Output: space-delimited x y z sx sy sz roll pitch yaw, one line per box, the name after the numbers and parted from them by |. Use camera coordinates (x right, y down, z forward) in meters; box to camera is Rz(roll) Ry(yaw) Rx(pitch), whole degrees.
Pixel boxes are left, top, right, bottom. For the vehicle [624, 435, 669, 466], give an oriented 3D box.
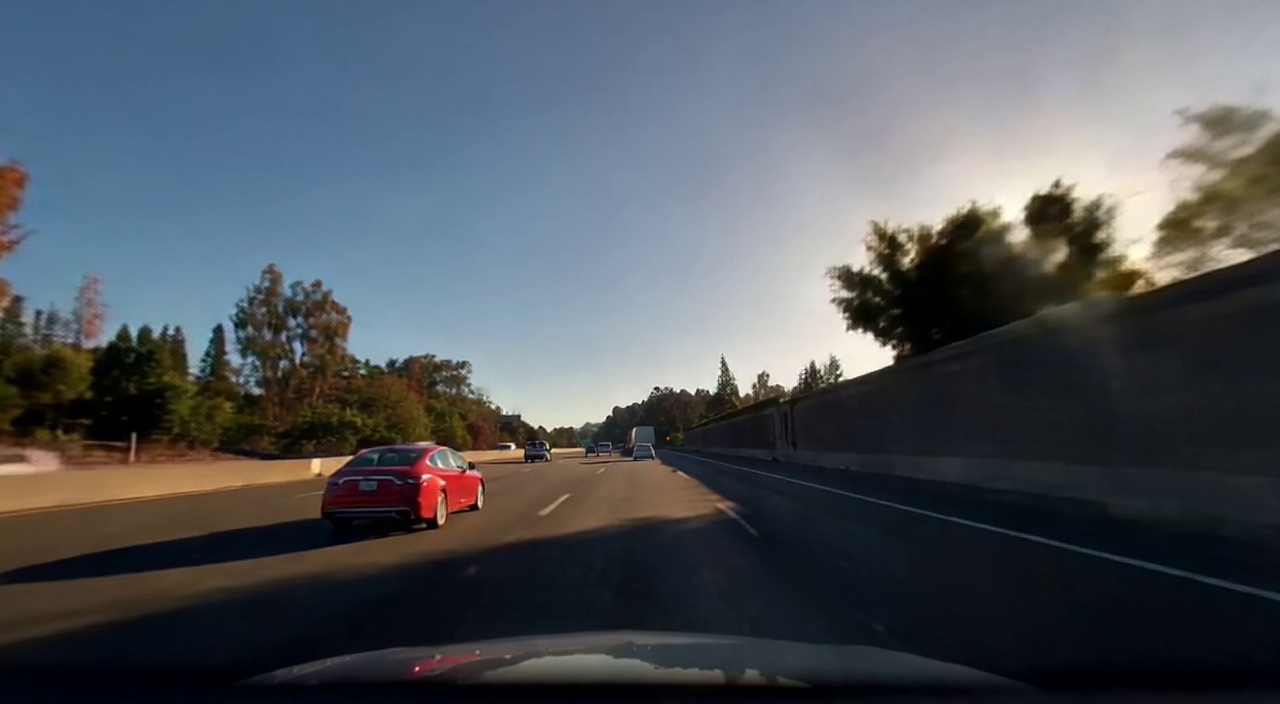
0.339 6.631 42.485 2.856 1.994 4.931 0 -9 -1 | vehicle

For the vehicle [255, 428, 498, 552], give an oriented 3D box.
-3.778 2.045 10.058 2.000 1.512 4.371 0 -9 0 | vehicle

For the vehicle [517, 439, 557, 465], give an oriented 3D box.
-7.421 7.228 45.684 2.068 1.757 4.611 0 -8 0 | vehicle
